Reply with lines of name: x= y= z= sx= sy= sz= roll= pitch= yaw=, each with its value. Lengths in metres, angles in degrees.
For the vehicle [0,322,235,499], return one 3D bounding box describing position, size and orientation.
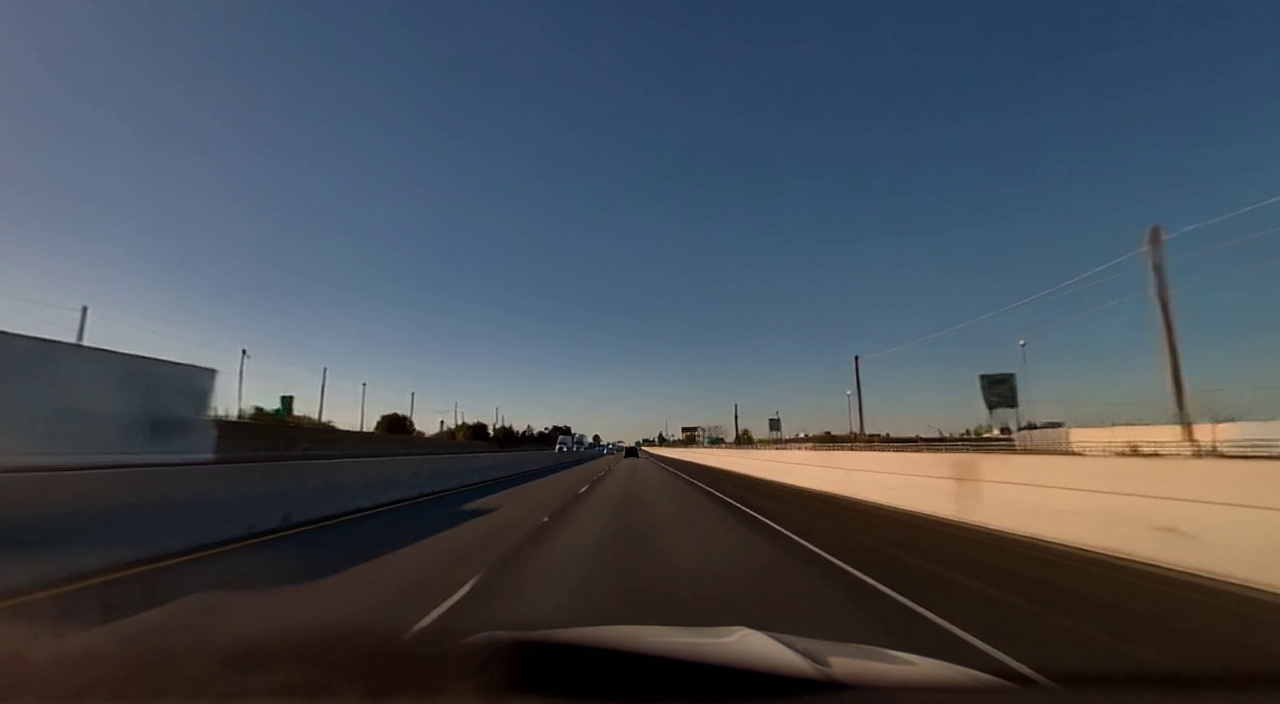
vehicle: x=-16.397 y=1.559 z=15.883 sx=2.944 sy=4.077 sz=14.655 roll=0 pitch=-9 yaw=-1
